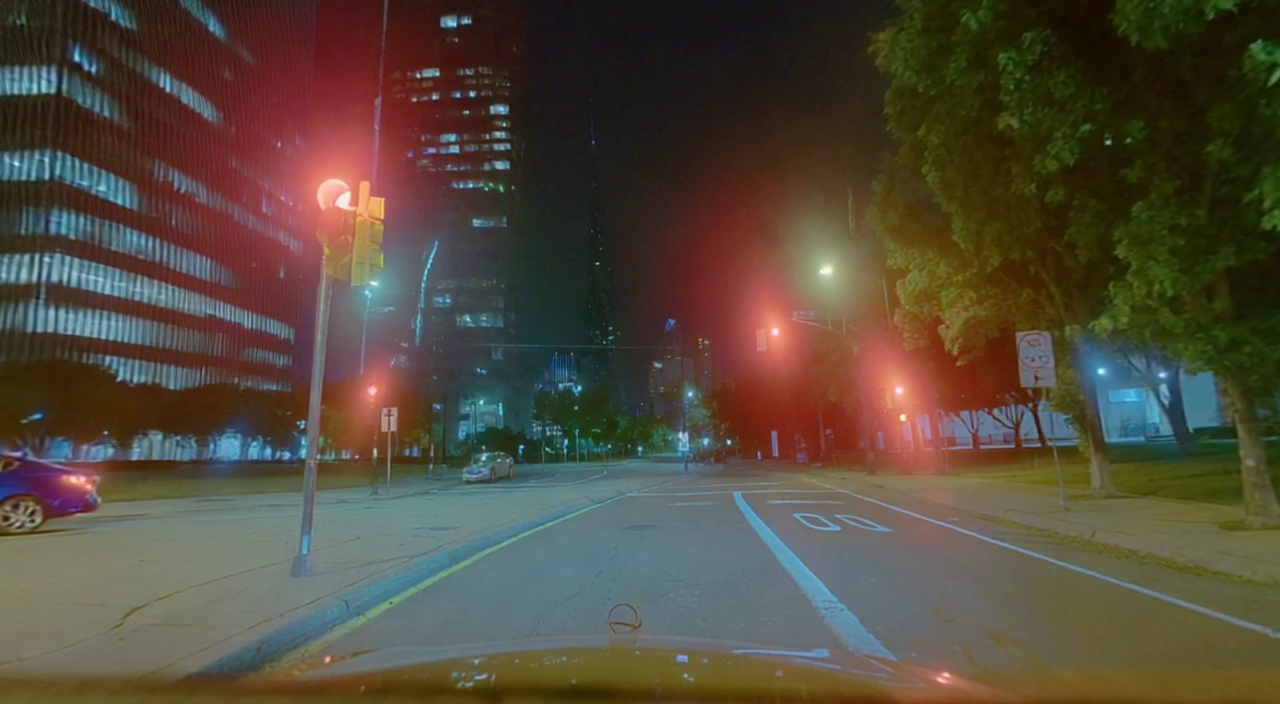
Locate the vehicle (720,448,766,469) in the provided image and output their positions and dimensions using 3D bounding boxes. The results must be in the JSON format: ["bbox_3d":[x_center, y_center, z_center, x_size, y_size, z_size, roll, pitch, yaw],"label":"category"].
[{"bbox_3d":[7.847,8.118,48.417,1.829,1.440,4.384,2,-9,-14],"label":"vehicle"}]

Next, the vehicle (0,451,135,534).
[{"bbox_3d":[-12.863,2.712,12.269,4.598,1.490,1.816,7,-11,-40],"label":"vehicle"}]
